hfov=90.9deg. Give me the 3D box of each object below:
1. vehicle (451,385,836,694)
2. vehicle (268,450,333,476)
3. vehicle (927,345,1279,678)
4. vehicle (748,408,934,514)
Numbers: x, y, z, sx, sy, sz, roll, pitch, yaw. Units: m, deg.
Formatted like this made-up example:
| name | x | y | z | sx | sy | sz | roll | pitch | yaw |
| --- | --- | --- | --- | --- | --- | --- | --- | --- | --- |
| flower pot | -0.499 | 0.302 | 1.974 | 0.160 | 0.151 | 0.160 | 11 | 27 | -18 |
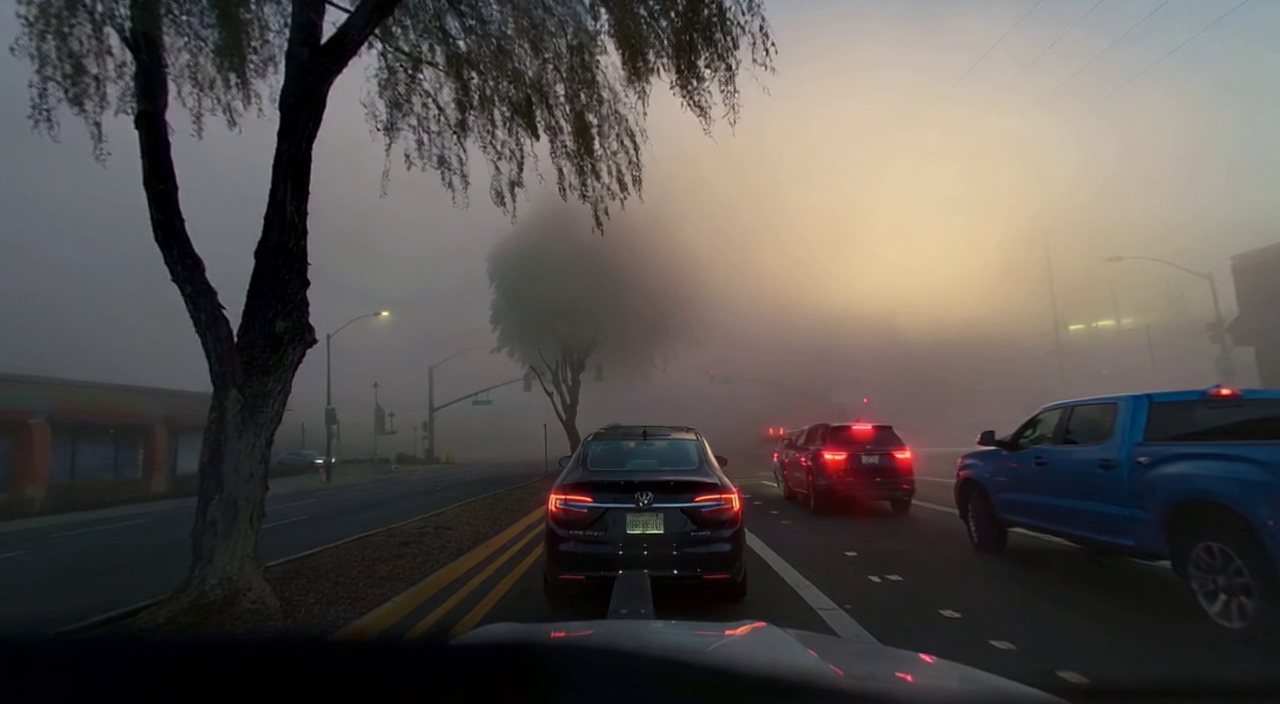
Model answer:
| name | x | y | z | sx | sy | sz | roll | pitch | yaw |
| --- | --- | --- | --- | --- | --- | --- | --- | --- | --- |
| vehicle | -0.016 | 1.315 | 5.533 | 2.116 | 1.677 | 3.948 | 0 | -8 | -1 |
| vehicle | -24.067 | 7.842 | 44.865 | 1.798 | 1.706 | 4.385 | -1 | -8 | 6 |
| vehicle | 4.516 | 1.134 | 5.278 | 2.019 | 1.803 | 4.634 | 0 | -8 | 0 |
| vehicle | 4.201 | 2.426 | 14.544 | 2.319 | 1.930 | 5.651 | 0 | -8 | -1 |
